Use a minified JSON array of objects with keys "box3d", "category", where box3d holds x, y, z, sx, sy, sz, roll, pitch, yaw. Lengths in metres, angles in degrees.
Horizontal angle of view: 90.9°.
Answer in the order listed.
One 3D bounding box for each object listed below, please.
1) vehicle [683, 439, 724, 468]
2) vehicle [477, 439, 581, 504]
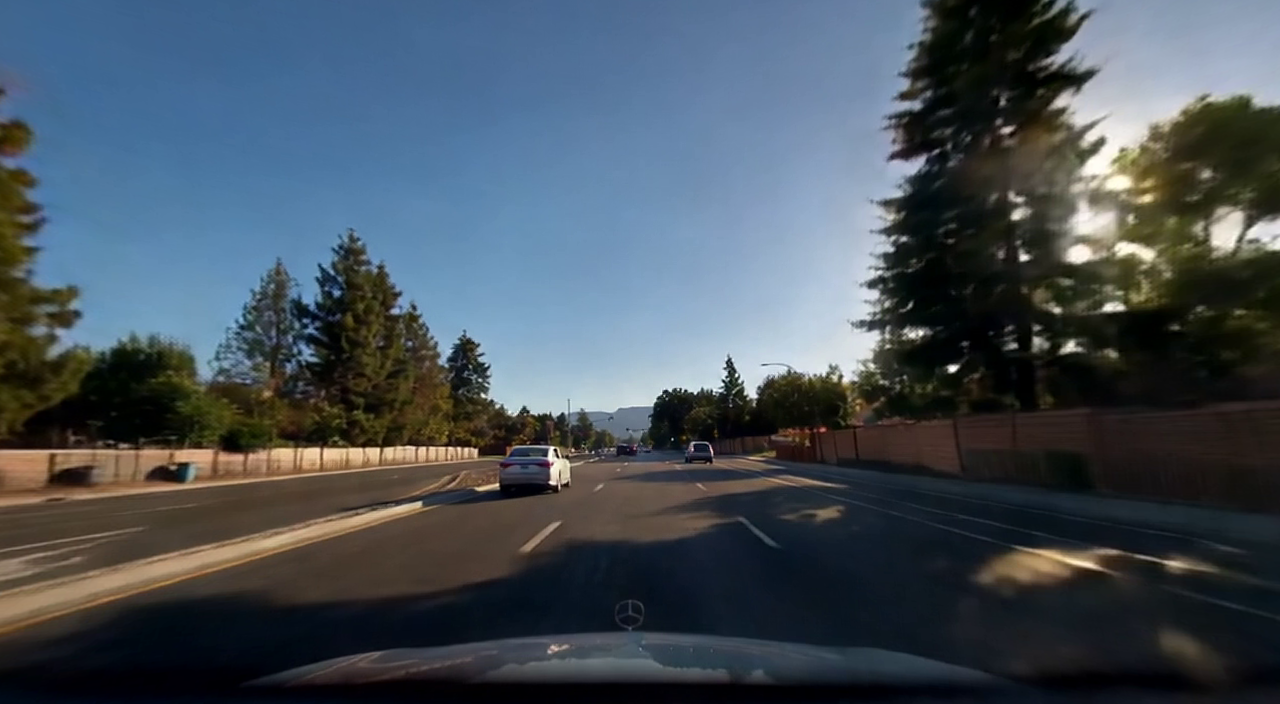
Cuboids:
[{"box3d":[4.038,6.528,40.719,2.114,1.780,4.445,0,-8,-1],"category":"vehicle"},{"box3d":[-2.853,3.171,17.266,1.966,1.524,4.410,0,-8,1],"category":"vehicle"}]
